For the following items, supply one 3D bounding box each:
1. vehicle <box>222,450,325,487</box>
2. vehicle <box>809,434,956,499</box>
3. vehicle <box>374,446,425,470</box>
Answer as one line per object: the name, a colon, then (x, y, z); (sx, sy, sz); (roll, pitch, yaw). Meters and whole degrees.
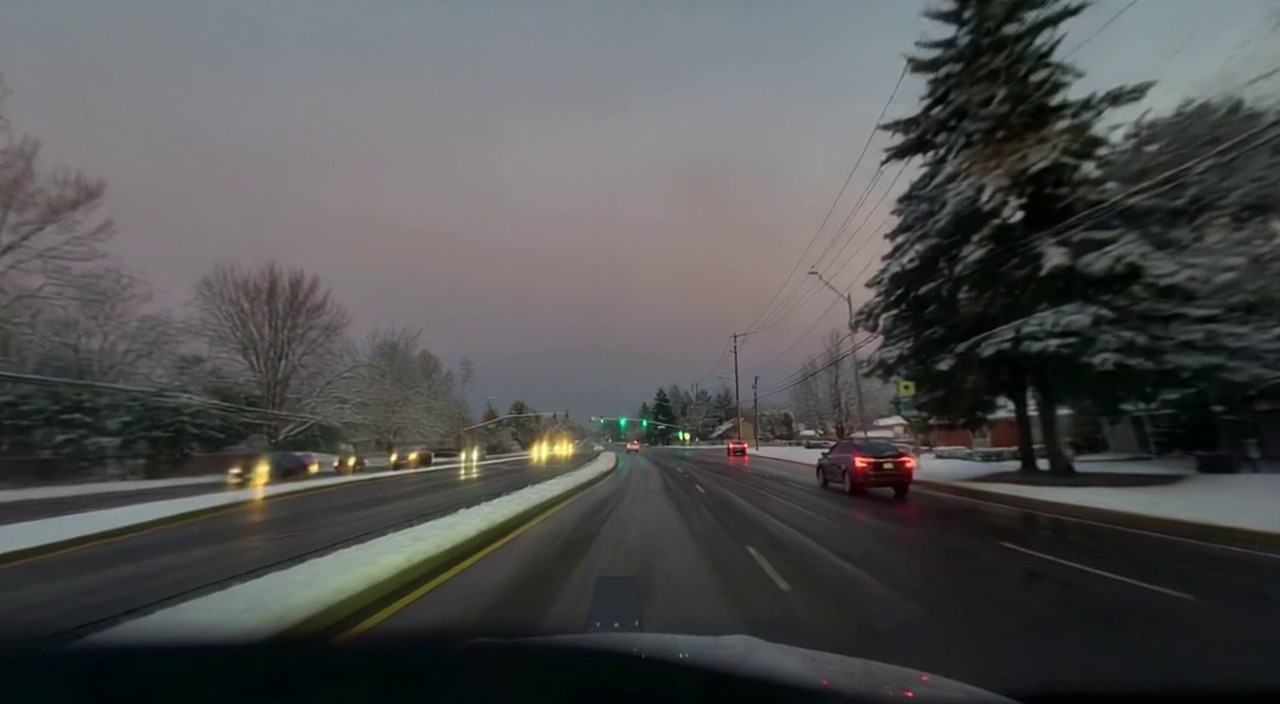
vehicle: (-16.265, 5.160, 28.363); (1.903, 1.477, 4.721); (0, -8, -2)
vehicle: (6.382, 3.067, 17.342); (2.113, 1.520, 4.650); (0, -8, -1)
vehicle: (-17.351, 7.642, 45.787); (1.937, 1.676, 4.718); (0, -8, -1)
